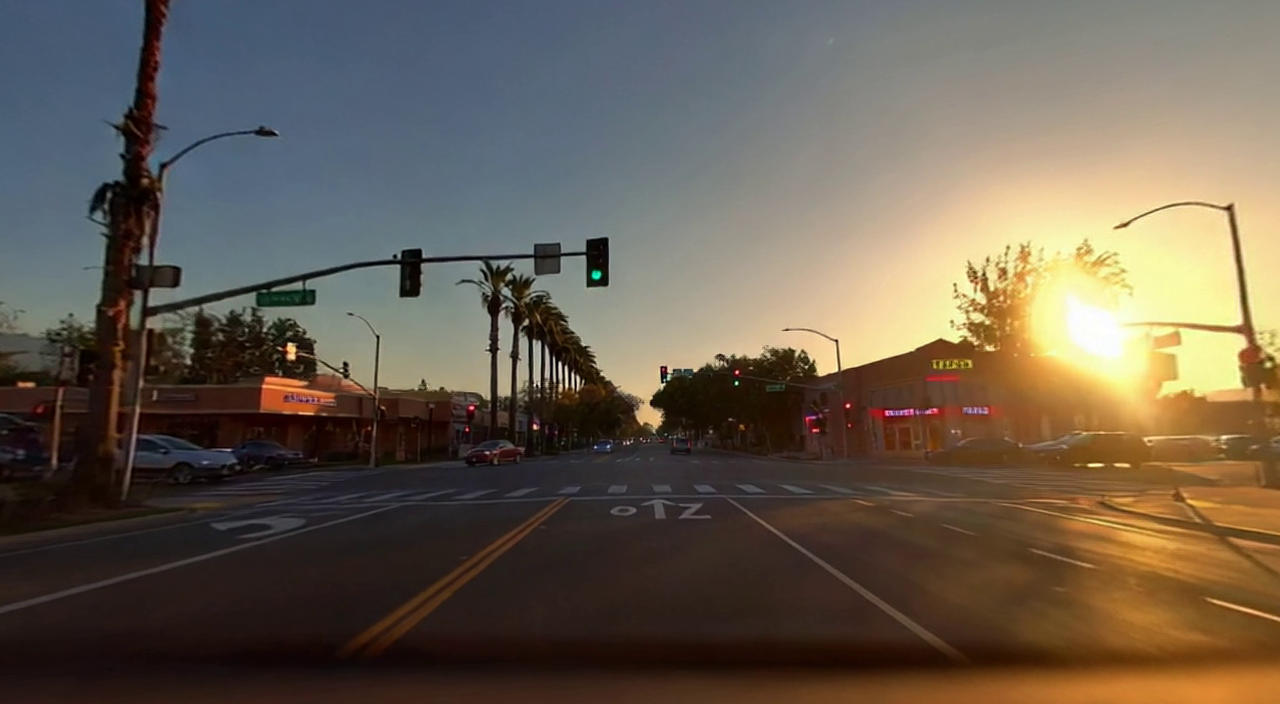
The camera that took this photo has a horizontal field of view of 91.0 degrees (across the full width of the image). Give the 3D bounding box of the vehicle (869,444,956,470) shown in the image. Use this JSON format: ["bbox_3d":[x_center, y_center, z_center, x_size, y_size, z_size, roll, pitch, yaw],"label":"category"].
[{"bbox_3d":[16.618,6.402,38.512,4.451,1.494,1.857,-1,-9,5],"label":"vehicle"}]

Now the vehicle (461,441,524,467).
[{"bbox_3d":[-10.242,7.126,44.084,2.045,1.699,4.563,-3,-9,20],"label":"vehicle"}]

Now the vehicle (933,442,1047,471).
[{"bbox_3d":[18.874,5.674,34.125,4.977,1.508,1.948,0,-8,0],"label":"vehicle"}]

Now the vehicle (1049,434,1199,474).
[{"bbox_3d":[23.353,4.934,30.516,5.509,1.873,2.123,0,-8,-2],"label":"vehicle"}]

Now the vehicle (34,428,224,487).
[{"bbox_3d":[-18.611,3.848,23.133,4.901,2.064,2.296,0,-8,0],"label":"vehicle"}]
